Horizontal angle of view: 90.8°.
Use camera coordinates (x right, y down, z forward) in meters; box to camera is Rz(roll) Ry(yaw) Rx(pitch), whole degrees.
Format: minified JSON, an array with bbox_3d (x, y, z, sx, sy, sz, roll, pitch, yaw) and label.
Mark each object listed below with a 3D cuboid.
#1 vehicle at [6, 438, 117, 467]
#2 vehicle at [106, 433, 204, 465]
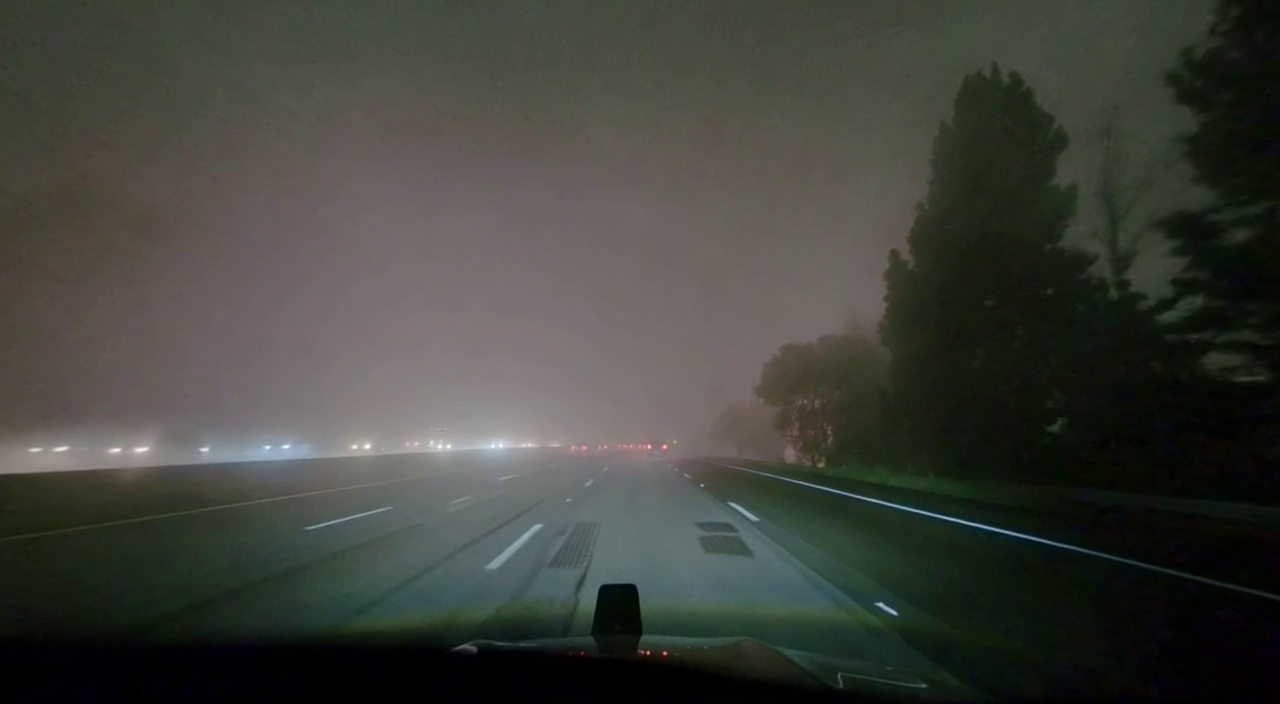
[{"bbox_3d":[-31.613,5.491,34.699,1.815,1.456,4.508,0,-8,0],"label":"vehicle"},{"bbox_3d":[-27.732,5.559,36.311,2.011,1.727,4.577,0,-8,0],"label":"vehicle"}]
